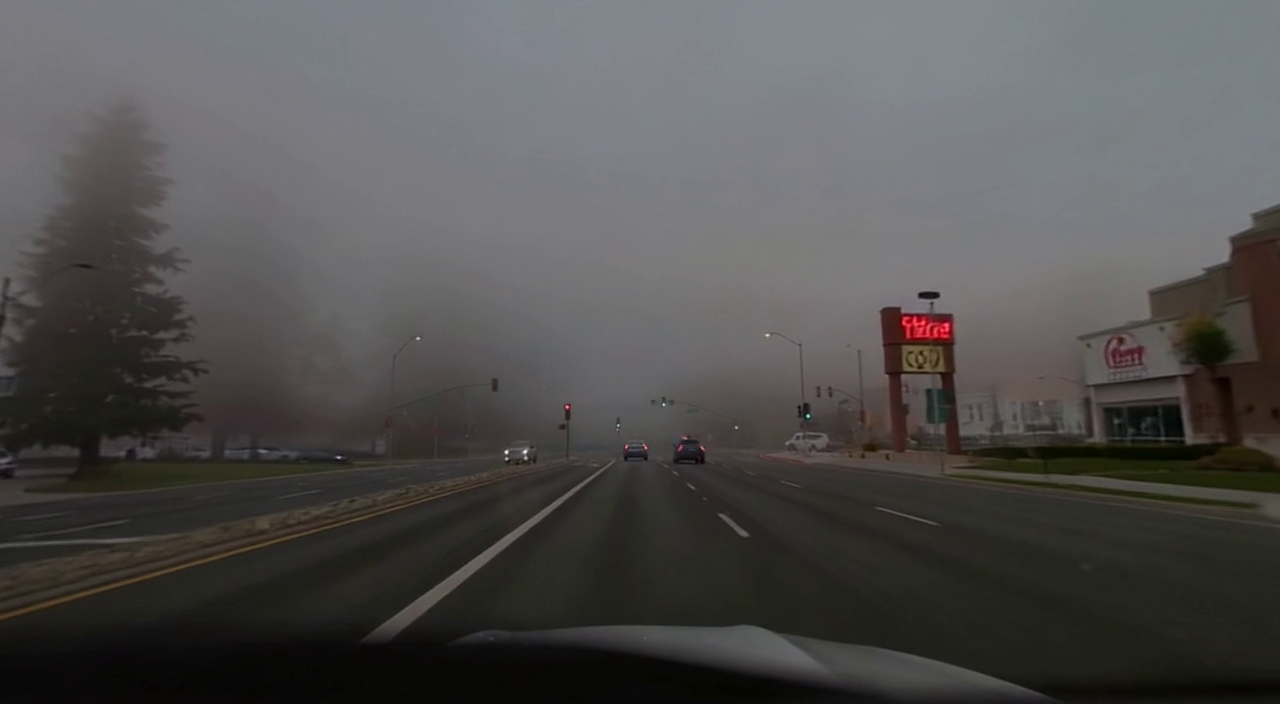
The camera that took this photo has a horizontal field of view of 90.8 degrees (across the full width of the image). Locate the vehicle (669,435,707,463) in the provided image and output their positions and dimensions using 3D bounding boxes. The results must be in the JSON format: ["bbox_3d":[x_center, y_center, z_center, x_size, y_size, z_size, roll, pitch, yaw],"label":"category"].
[{"bbox_3d":[3.156,6.457,42.150,2.103,1.726,4.385,0,-9,-1],"label":"vehicle"}]

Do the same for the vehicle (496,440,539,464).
[{"bbox_3d":[-8.285,6.816,43.100,1.969,1.526,4.261,0,-9,1],"label":"vehicle"}]
